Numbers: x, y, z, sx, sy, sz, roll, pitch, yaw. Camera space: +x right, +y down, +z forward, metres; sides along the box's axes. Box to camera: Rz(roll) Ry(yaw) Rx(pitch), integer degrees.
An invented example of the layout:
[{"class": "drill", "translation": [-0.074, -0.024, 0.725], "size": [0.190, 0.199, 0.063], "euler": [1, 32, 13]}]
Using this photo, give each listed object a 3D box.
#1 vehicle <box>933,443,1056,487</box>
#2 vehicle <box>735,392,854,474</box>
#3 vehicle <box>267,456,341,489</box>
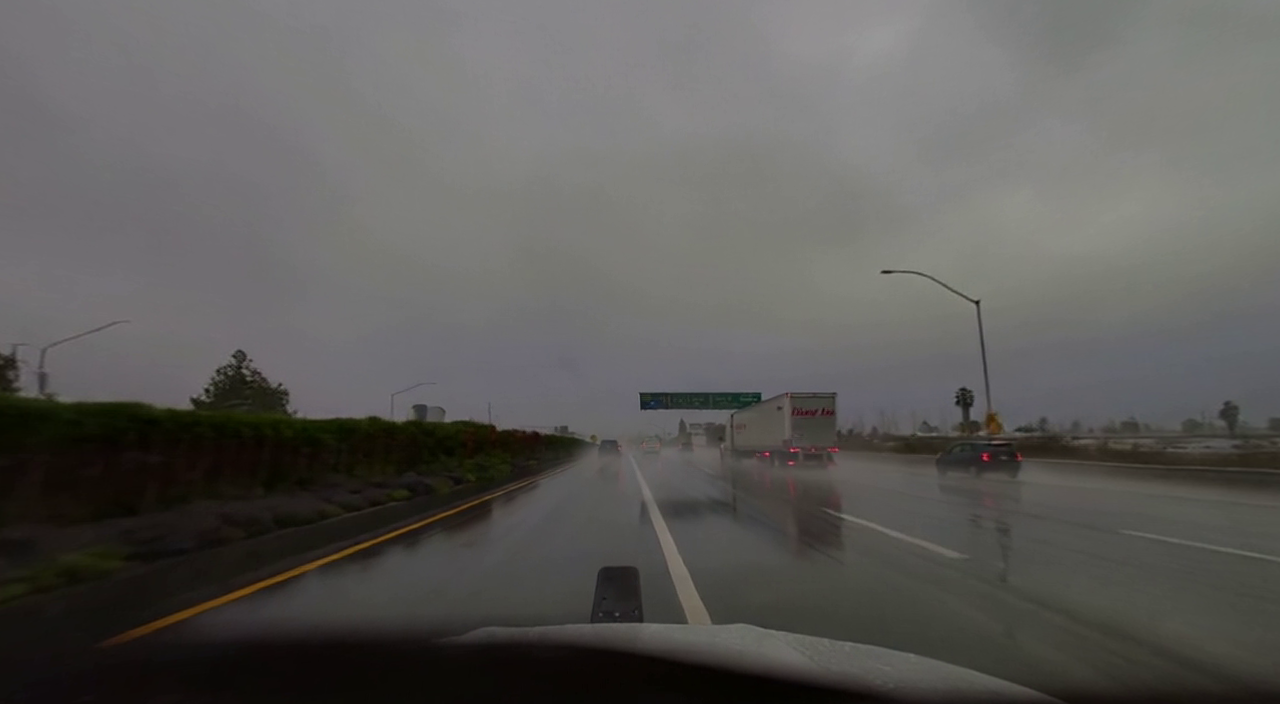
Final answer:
[{"class": "vehicle", "translation": [12.968, 4.153, 23.489], "size": [1.862, 1.462, 4.459], "euler": [0, -9, -2]}, {"class": "vehicle", "translation": [9.061, 5.333, 40.280], "size": [2.892, 4.128, 16.495], "euler": [0, -9, -2]}, {"class": "vehicle", "translation": [-17.439, 6.226, 32.998], "size": [1.816, 1.516, 3.896], "euler": [0, -9, -2]}]
